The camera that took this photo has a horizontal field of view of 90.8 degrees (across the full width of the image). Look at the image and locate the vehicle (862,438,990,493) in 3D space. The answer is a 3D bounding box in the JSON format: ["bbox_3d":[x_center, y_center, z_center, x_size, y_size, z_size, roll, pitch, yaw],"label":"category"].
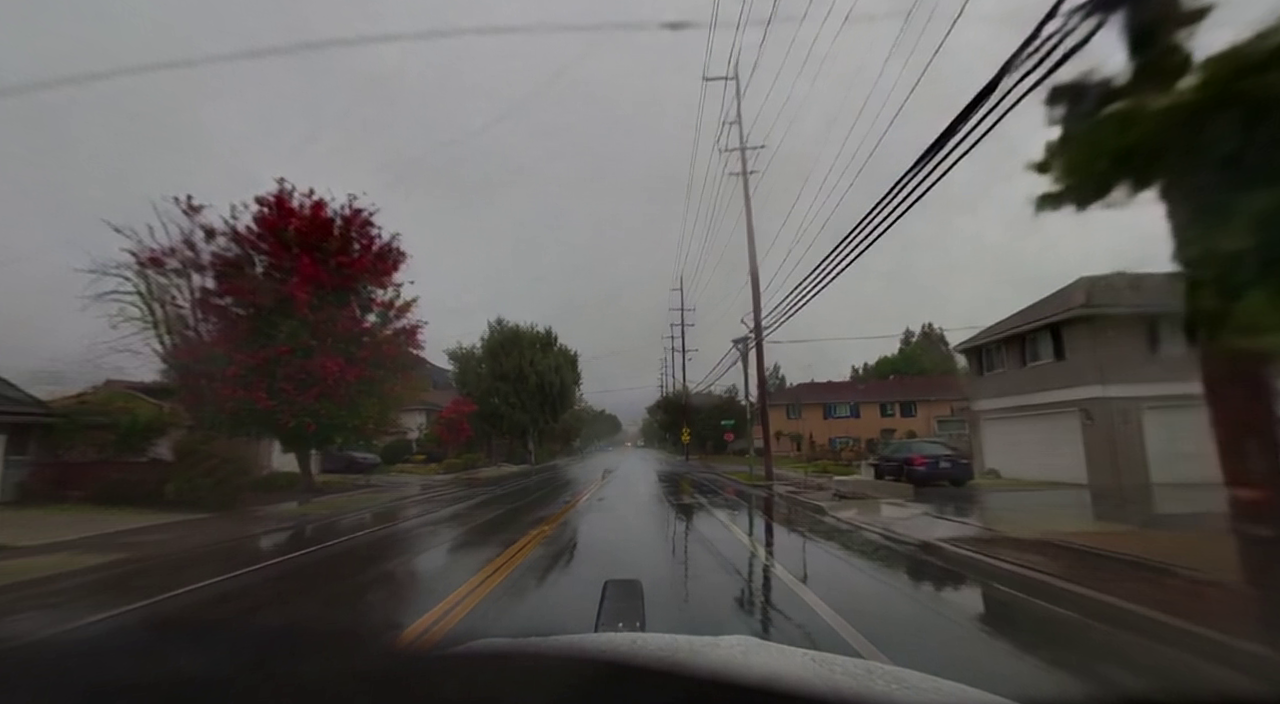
[{"bbox_3d":[8.699,3.471,19.715,1.811,1.491,4.407,0,-8,-2],"label":"vehicle"}]
